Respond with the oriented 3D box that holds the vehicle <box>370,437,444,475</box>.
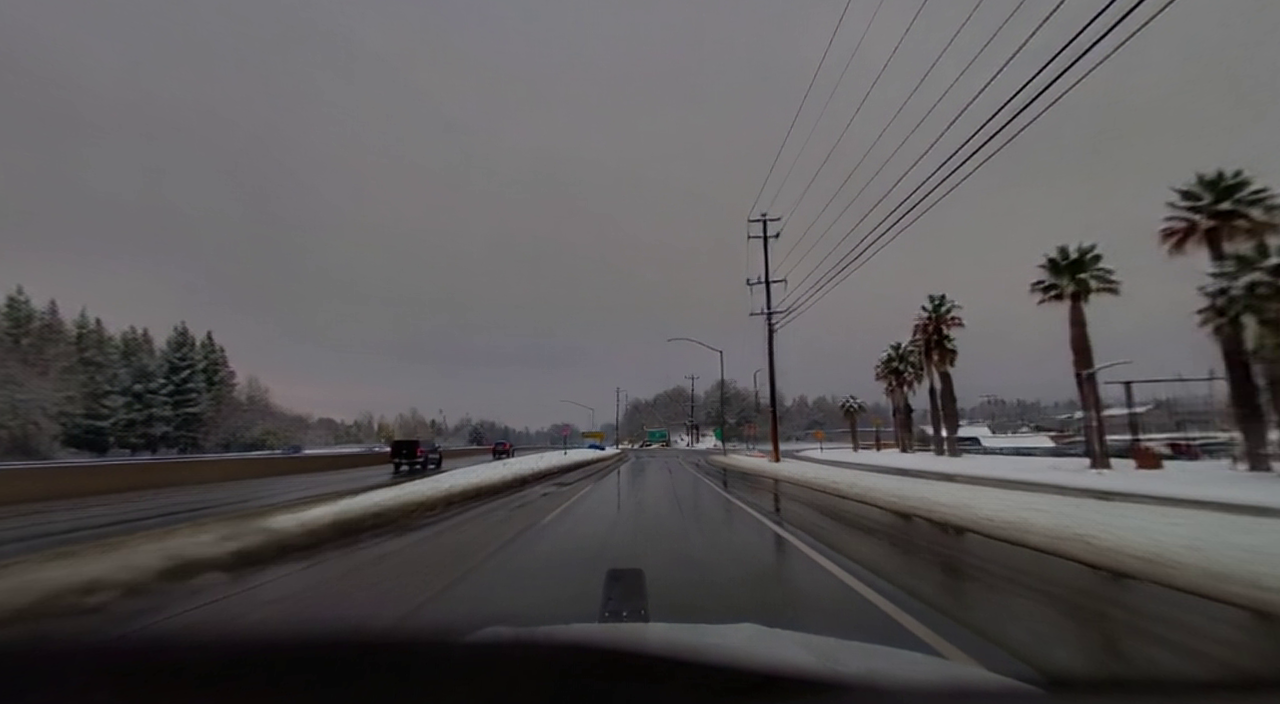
[{"bbox_3d":[-10.544,4.726,28.853,2.029,1.609,3.935,0,-8,-4],"label":"vehicle"}]
